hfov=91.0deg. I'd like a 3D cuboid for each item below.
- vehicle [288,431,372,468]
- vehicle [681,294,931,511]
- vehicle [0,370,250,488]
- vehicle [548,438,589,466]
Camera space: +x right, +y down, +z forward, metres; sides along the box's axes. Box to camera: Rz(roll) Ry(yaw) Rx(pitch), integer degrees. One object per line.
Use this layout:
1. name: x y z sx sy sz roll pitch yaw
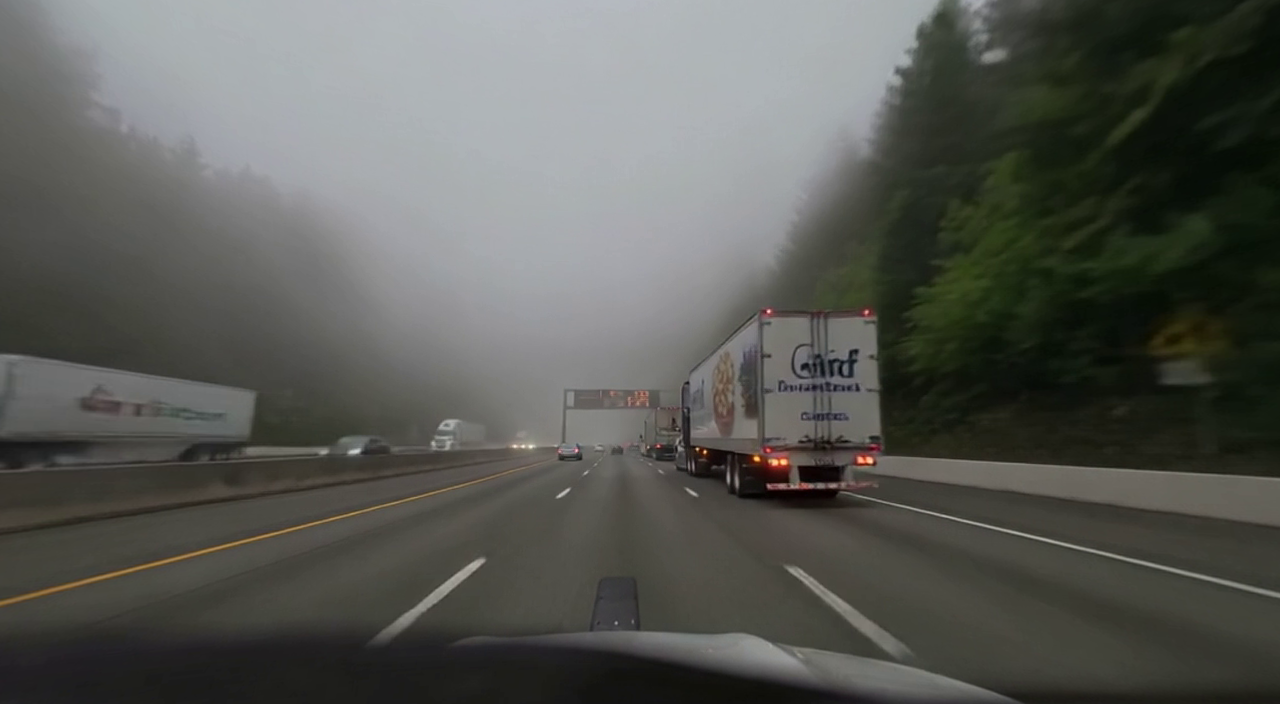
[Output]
1. vehicle: -13.582 4.297 27.839 1.813 1.506 3.845 0 -8 -1
2. vehicle: 3.475 1.861 18.437 3.116 3.992 13.748 0 -8 -2
3. vehicle: -20.386 3.017 23.697 2.782 3.431 14.254 0 -8 -2
4. vehicle: -4.500 6.313 39.997 2.206 1.644 4.027 0 -8 -1
